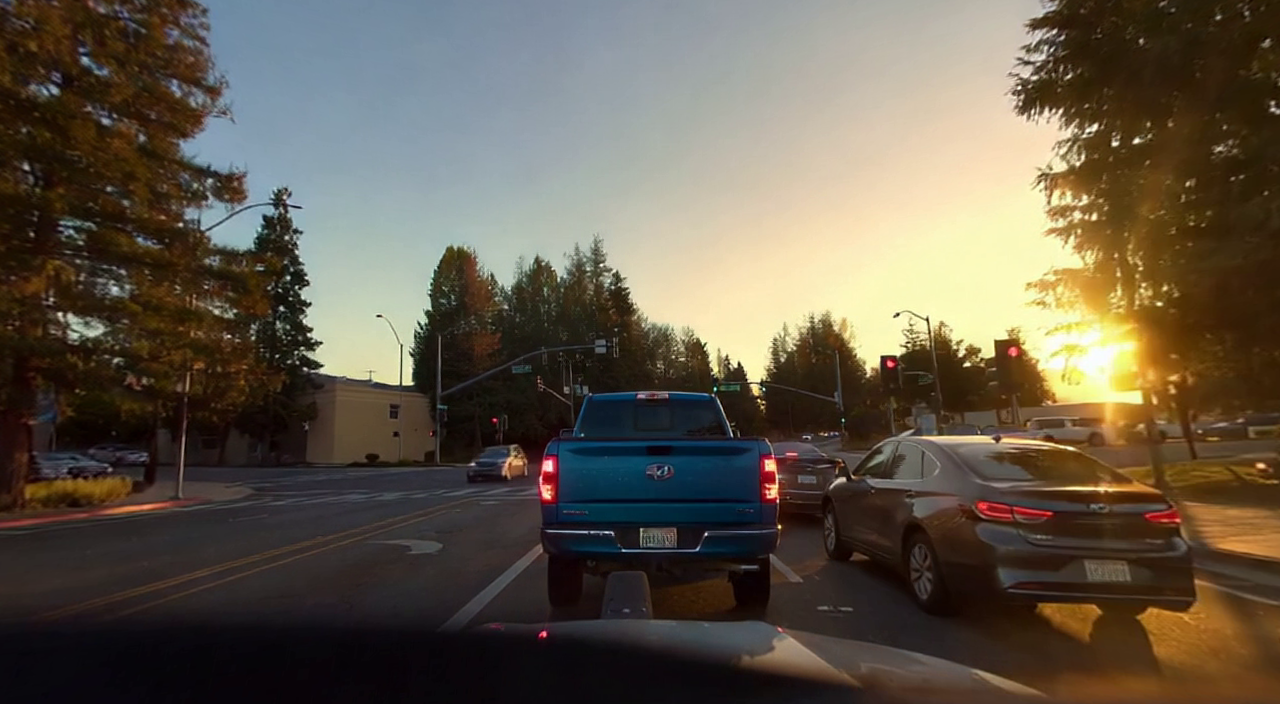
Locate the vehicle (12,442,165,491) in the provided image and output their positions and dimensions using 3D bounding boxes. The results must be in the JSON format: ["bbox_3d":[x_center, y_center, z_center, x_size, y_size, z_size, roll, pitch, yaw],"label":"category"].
[{"bbox_3d":[-21.759,4.490,25.172,2.062,1.764,4.508,0,-8,-2],"label":"vehicle"}]

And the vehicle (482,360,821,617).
[{"bbox_3d":[0.110,1.461,7.727,2.636,2.011,5.425,0,-8,0],"label":"vehicle"}]

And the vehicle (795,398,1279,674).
[{"bbox_3d":[3.329,1.504,6.485,2.155,1.667,5.162,0,-8,0],"label":"vehicle"}]
